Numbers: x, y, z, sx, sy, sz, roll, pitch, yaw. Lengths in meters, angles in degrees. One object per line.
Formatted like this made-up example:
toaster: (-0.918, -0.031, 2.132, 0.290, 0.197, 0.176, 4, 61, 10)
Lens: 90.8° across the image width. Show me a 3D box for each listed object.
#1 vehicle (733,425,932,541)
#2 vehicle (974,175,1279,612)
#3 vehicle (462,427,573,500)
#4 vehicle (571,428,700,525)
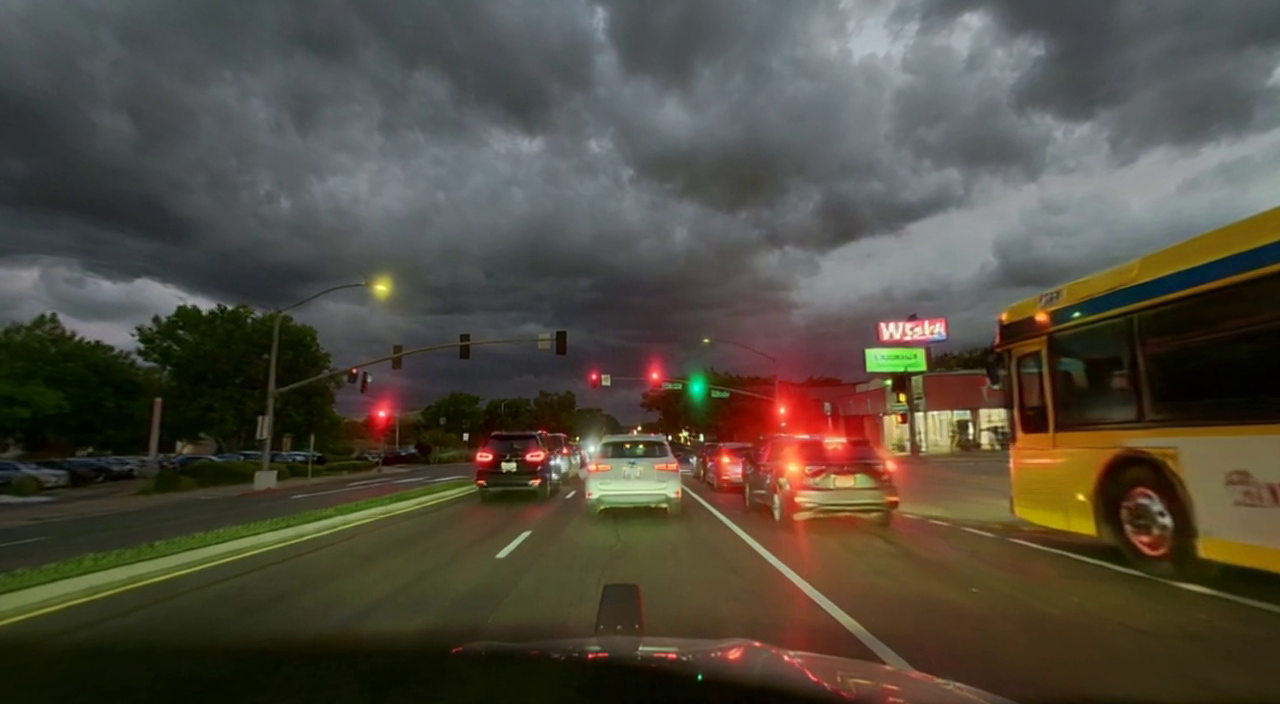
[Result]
vehicle: (2.877, 2.059, 10.600, 1.922, 1.508, 4.330, 0, -8, 0)
vehicle: (6.459, 0.183, 3.950, 3.197, 3.269, 9.836, 0, -8, -1)
vehicle: (-3.139, 2.976, 17.245, 2.180, 1.708, 4.397, 0, -8, 0)
vehicle: (-0.079, 2.293, 12.124, 2.071, 1.525, 3.723, 0, -8, 0)
